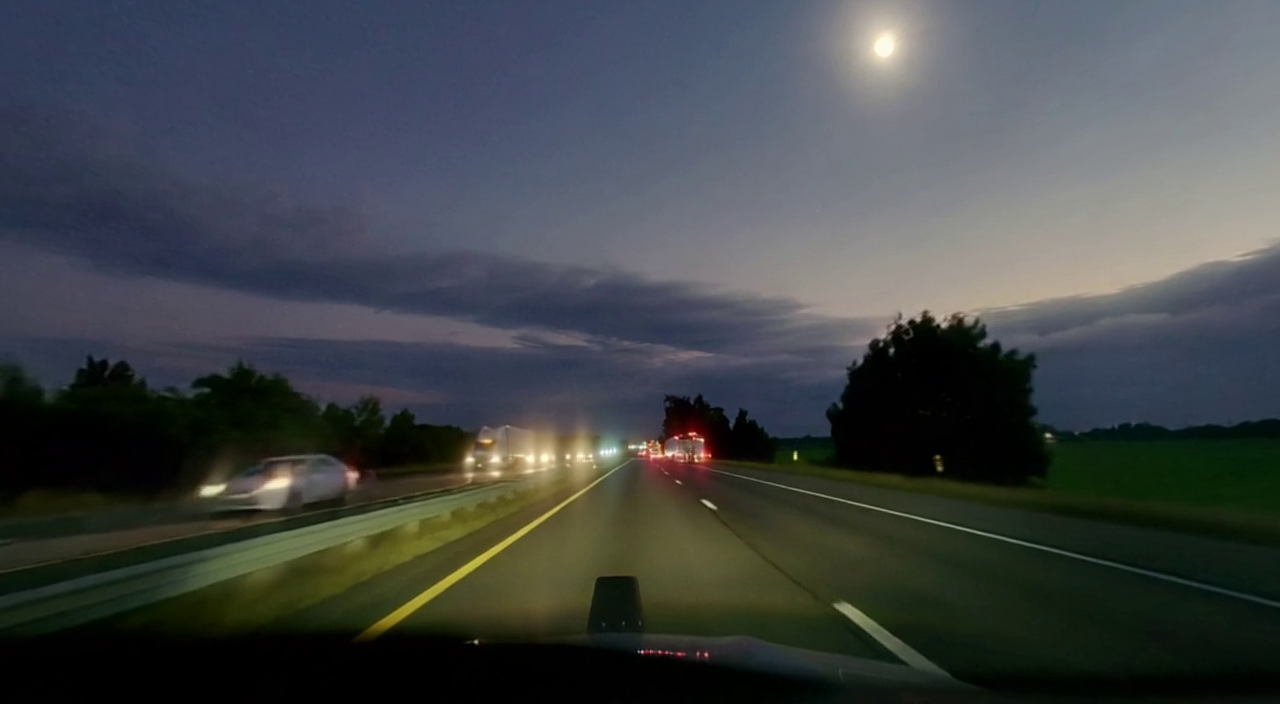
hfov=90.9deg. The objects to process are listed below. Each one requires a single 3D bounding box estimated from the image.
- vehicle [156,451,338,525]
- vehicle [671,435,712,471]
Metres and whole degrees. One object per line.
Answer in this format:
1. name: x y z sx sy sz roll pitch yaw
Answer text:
1. vehicle: -8.924 3.064 14.743 1.848 1.478 3.697 0 -9 0
2. vehicle: 3.827 7.727 48.170 2.472 2.562 5.594 0 -9 -2
